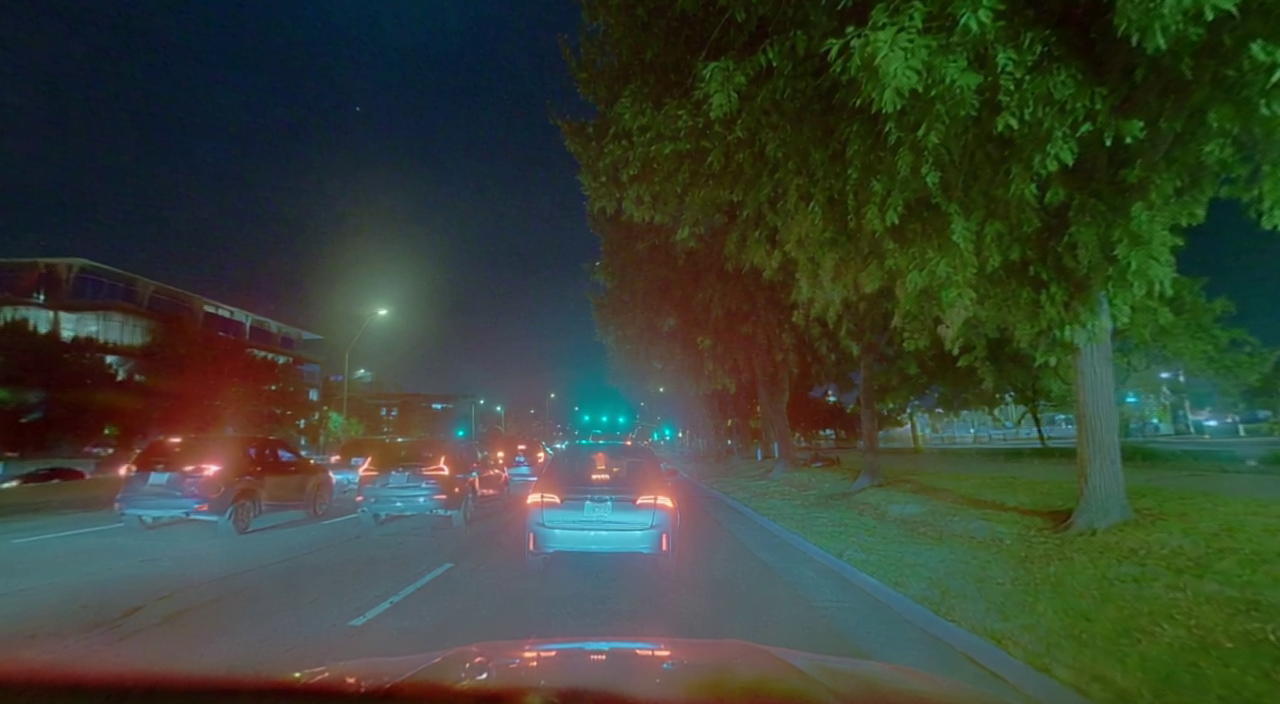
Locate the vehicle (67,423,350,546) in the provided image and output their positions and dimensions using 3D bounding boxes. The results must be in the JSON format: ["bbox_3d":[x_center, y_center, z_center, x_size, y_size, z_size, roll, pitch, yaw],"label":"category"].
[{"bbox_3d":[-7.342,2.272,11.472,2.068,1.784,4.224,0,-9,1],"label":"vehicle"}]

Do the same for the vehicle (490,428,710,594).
[{"bbox_3d":[-0.384,1.803,8.002,2.066,1.544,3.954,0,-9,0],"label":"vehicle"}]

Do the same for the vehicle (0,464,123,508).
[{"bbox_3d":[-26.148,5.923,28.211,1.983,1.617,5.013,-2,-8,-1],"label":"vehicle"}]

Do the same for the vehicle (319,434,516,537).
[{"bbox_3d":[-3.793,2.344,11.799,1.913,1.521,4.539,0,-9,1],"label":"vehicle"}]
